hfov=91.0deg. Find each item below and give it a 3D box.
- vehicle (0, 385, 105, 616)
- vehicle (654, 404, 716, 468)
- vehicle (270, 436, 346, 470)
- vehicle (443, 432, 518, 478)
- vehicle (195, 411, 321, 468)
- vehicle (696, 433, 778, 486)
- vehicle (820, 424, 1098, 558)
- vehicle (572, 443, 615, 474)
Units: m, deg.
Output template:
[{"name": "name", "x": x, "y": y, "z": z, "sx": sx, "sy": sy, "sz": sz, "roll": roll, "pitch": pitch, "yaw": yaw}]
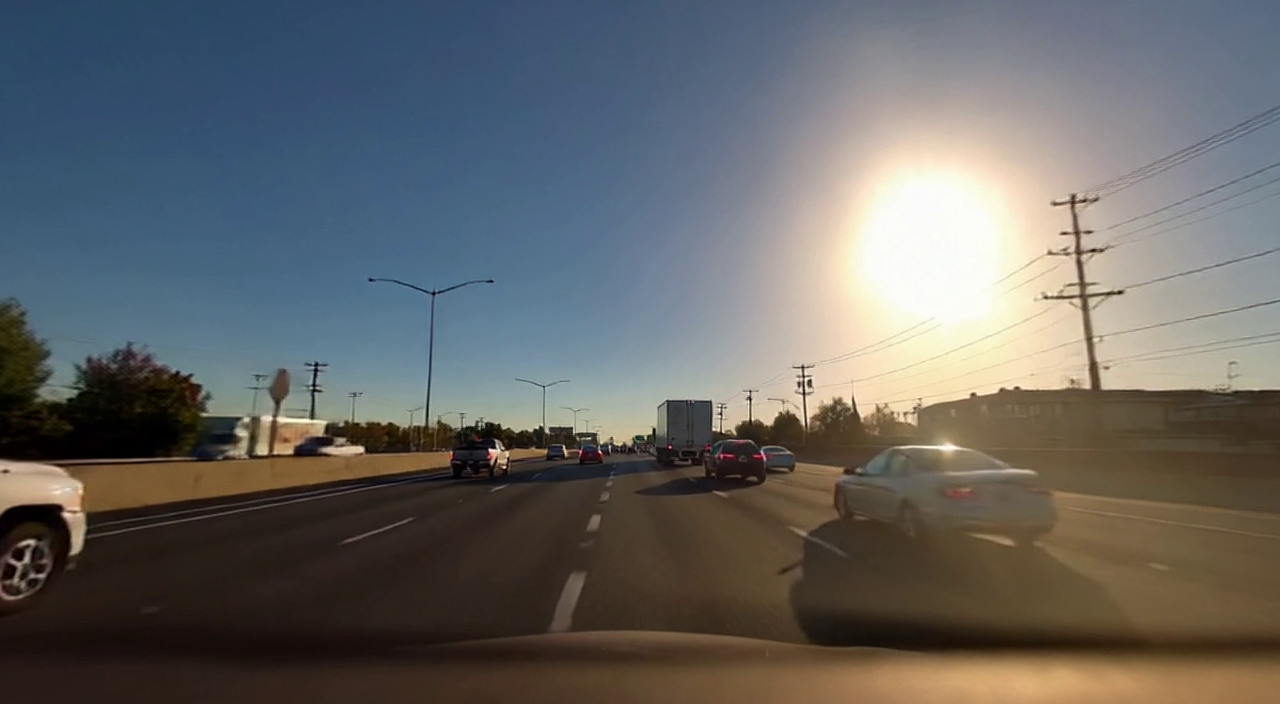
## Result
[{"name": "vehicle", "x": -5.779, "y": 0.895, "z": 3.303, "sx": 2.127, "sy": 1.705, "sz": 4.374, "roll": 1, "pitch": -9, "yaw": -2}, {"name": "vehicle", "x": 2.961, "y": 6.089, "z": 45.185, "sx": 3.045, "sy": 3.923, "sz": 11.834, "roll": 1, "pitch": -9, "yaw": -2}, {"name": "vehicle", "x": -15.738, "y": 4.805, "z": 30.070, "sx": 1.665, "sy": 1.476, "sz": 3.651, "roll": 0, "pitch": -8, "yaw": -1}, {"name": "vehicle", "x": -6.843, "y": 4.481, "z": 27.632, "sx": 2.147, "sy": 1.825, "sz": 4.602, "roll": 1, "pitch": -8, "yaw": -1}, {"name": "vehicle", "x": -29.605, "y": 6.946, "z": 49.811, "sx": 3.018, "sy": 3.937, "sz": 11.431, "roll": 1, "pitch": -9, "yaw": -2}, {"name": "vehicle", "x": 3.566, "y": 4.074, "z": 24.170, "sx": 2.182, "sy": 1.782, "sz": 4.800, "roll": 1, "pitch": -9, "yaw": -2}, {"name": "vehicle", "x": 4.505, "y": 2.014, "z": 9.830, "sx": 1.978, "sy": 1.607, "sz": 4.245, "roll": 1, "pitch": -9, "yaw": -2}, {"name": "vehicle", "x": -2.426, "y": 5.700, "z": 34.015, "sx": 2.060, "sy": 1.508, "sz": 4.308, "roll": 1, "pitch": -8, "yaw": -1}]
